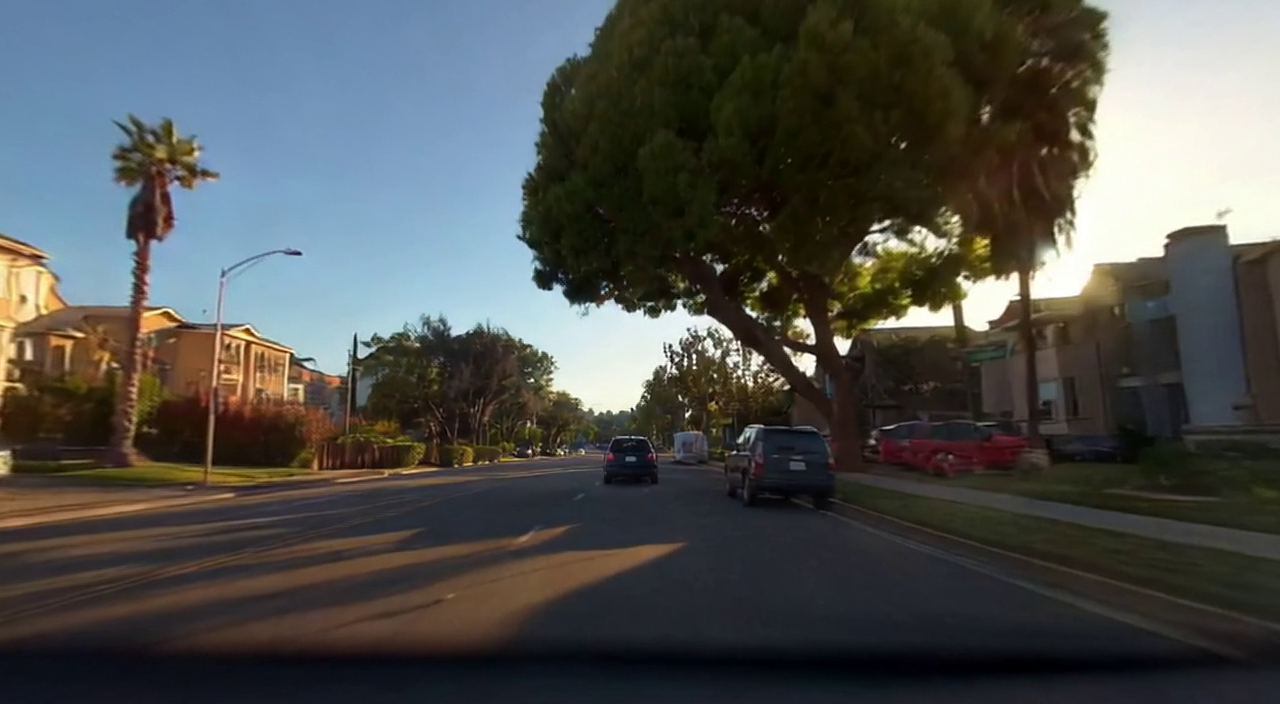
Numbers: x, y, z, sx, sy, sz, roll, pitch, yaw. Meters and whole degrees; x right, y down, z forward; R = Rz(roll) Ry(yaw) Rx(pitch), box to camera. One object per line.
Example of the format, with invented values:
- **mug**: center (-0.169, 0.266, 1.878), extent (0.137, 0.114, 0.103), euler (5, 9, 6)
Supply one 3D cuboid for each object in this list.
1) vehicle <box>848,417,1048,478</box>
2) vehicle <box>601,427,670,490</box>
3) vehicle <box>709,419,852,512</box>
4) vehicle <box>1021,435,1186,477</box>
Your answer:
- **vehicle**: center (10.629, 3.354, 22.099), extent (5.709, 2.017, 2.435), euler (0, -9, -2)
- **vehicle**: center (-0.181, 3.478, 20.867), extent (1.994, 1.810, 5.057), euler (0, -9, -1)
- **vehicle**: center (3.225, 2.761, 15.780), extent (2.416, 1.922, 5.023), euler (0, -9, 0)
- **vehicle**: center (16.294, 3.667, 22.295), extent (4.317, 1.420, 1.828), euler (0, -9, 1)
